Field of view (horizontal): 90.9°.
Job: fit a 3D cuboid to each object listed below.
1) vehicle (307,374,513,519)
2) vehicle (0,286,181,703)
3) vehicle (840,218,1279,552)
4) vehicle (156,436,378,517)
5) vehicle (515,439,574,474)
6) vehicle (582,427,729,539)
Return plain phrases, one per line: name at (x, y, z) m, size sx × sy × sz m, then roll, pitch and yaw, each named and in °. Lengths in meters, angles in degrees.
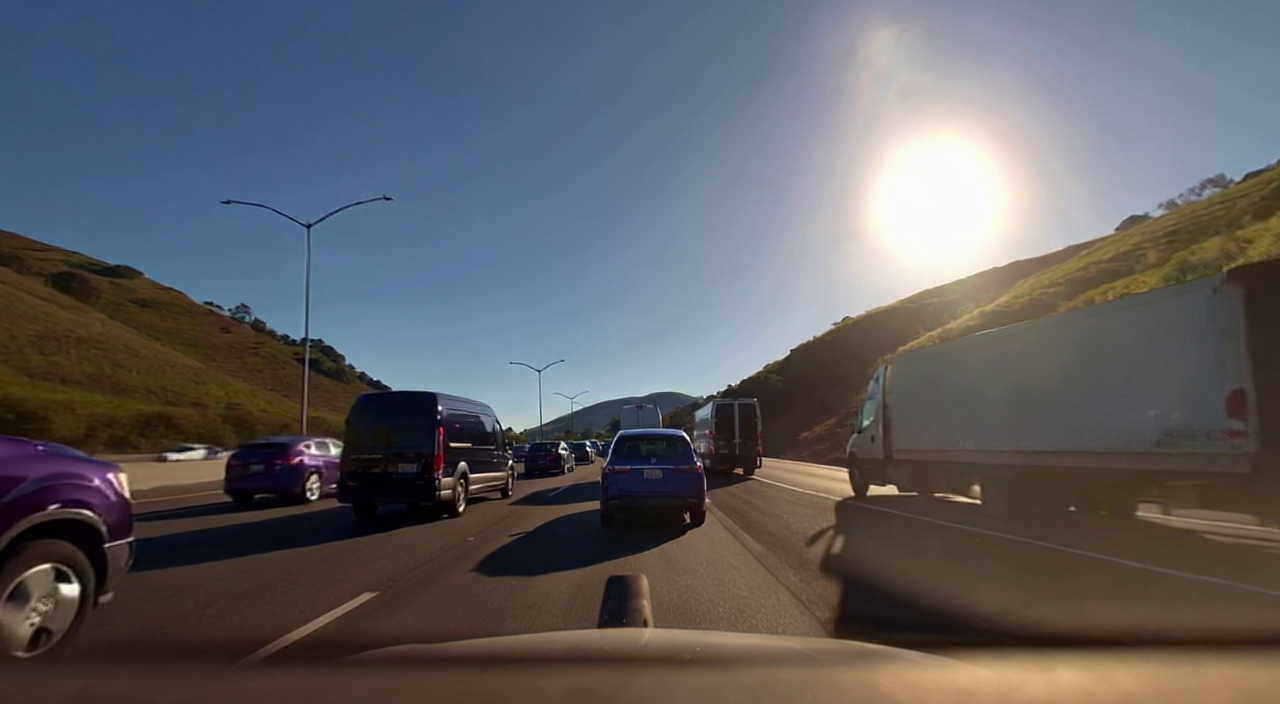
vehicle at (-4.608, 2.072, 13.975) m, size 2.300 × 2.522 × 5.701 m, roll 0°, pitch -8°, yaw 1°
vehicle at (-4.275, 0.493, 1.527) m, size 2.195 × 2.086 × 5.445 m, roll 0°, pitch -8°, yaw 0°
vehicle at (8.129, 1.141, 12.562) m, size 2.977 × 3.878 × 11.111 m, roll 1°, pitch -9°, yaw -10°
vehicle at (-7.844, 2.623, 13.965) m, size 1.968 × 1.459 × 4.737 m, roll -1°, pitch -8°, yaw 1°
vehicle at (-4.341, 4.834, 29.446) m, size 2.007 × 1.457 × 4.447 m, roll 0°, pitch -8°, yaw 1°
vehicle at (0.164, 2.076, 10.631) m, size 2.003 × 1.499 × 3.930 m, roll 0°, pitch -8°, yaw -1°
